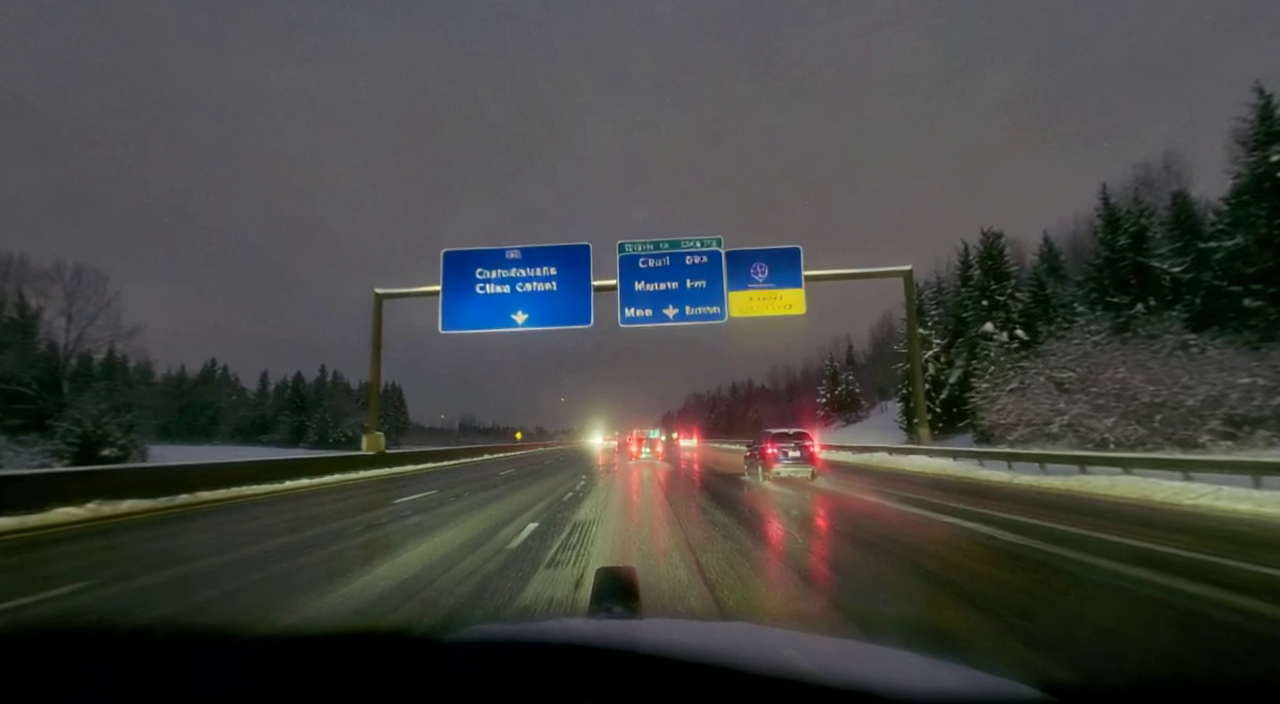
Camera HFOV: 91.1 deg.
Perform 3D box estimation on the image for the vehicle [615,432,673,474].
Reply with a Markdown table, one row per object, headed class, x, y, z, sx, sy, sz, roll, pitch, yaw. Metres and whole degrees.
| class | x | y | z | sx | sy | sz | roll | pitch | yaw |
| --- | --- | --- | --- | --- | --- | --- | --- | --- | --- |
| vehicle | 0.123 | 3.814 | 24.095 | 2.046 | 1.467 | 3.844 | 0 | -8 | -1 |
